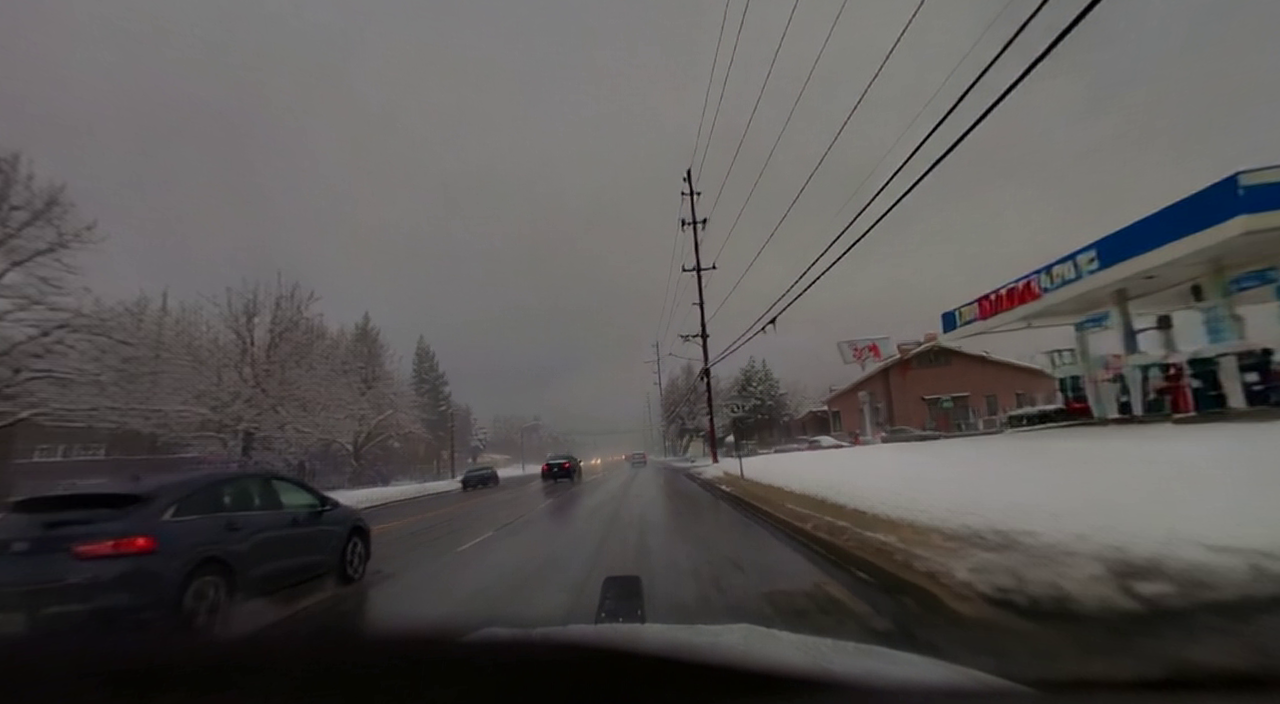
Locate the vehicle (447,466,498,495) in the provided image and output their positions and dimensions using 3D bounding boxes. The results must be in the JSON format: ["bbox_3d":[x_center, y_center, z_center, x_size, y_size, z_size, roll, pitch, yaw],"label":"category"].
[{"bbox_3d":[-11.081,8.524,42.143,2.097,1.581,4.583,-3,-9,1],"label":"vehicle"}]

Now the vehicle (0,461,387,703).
[{"bbox_3d":[-4.095,1.747,5.765,1.704,1.430,4.587,-1,-9,0],"label":"vehicle"}]

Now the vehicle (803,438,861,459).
[{"bbox_3d":[14.109,7.135,46.523,3.830,1.474,1.771,-2,-10,9],"label":"vehicle"}]

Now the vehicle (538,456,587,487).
[{"bbox_3d":[-3.923,6.137,32.634,1.943,1.455,4.414,-1,-9,1],"label":"vehicle"}]

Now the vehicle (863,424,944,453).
[{"bbox_3d":[19.016,6.327,45.799,4.817,1.919,2.308,-2,-9,7],"label":"vehicle"}]
